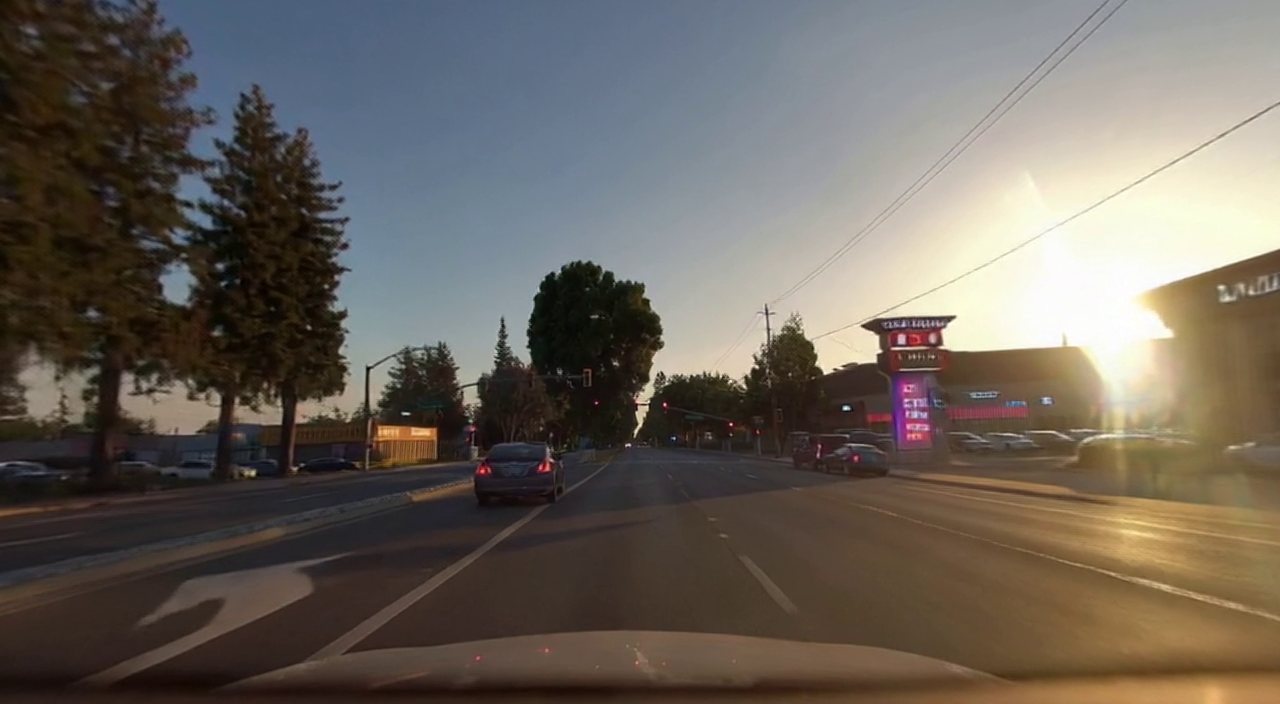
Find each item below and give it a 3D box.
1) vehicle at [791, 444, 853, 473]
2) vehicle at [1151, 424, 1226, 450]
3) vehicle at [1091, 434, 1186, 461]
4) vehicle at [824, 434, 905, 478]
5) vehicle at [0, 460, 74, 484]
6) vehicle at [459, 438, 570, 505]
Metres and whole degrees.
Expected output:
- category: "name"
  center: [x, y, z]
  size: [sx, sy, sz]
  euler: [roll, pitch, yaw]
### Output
- category: "vehicle"
  center: [10.145, 5.944, 35.635]
  size: [1.987, 1.487, 4.753]
  euler: [0, -8, -2]
- category: "vehicle"
  center: [43.108, 6.718, 49.803]
  size: [1.951, 1.925, 4.345]
  euler: [0, -8, 1]
- category: "vehicle"
  center: [28.895, 5.561, 36.826]
  size: [1.891, 1.504, 4.551]
  euler: [0, -8, 1]
- category: "vehicle"
  center: [10.320, 4.792, 29.416]
  size: [1.998, 1.862, 4.658]
  euler: [0, -8, 0]
- category: "vehicle"
  center: [-41.285, 8.017, 42.374]
  size: [1.902, 1.475, 4.635]
  euler: [-8, -12, 43]
- category: "vehicle"
  center: [-3.043, 2.991, 16.240]
  size: [2.185, 1.473, 3.925]
  euler: [0, -8, -2]
